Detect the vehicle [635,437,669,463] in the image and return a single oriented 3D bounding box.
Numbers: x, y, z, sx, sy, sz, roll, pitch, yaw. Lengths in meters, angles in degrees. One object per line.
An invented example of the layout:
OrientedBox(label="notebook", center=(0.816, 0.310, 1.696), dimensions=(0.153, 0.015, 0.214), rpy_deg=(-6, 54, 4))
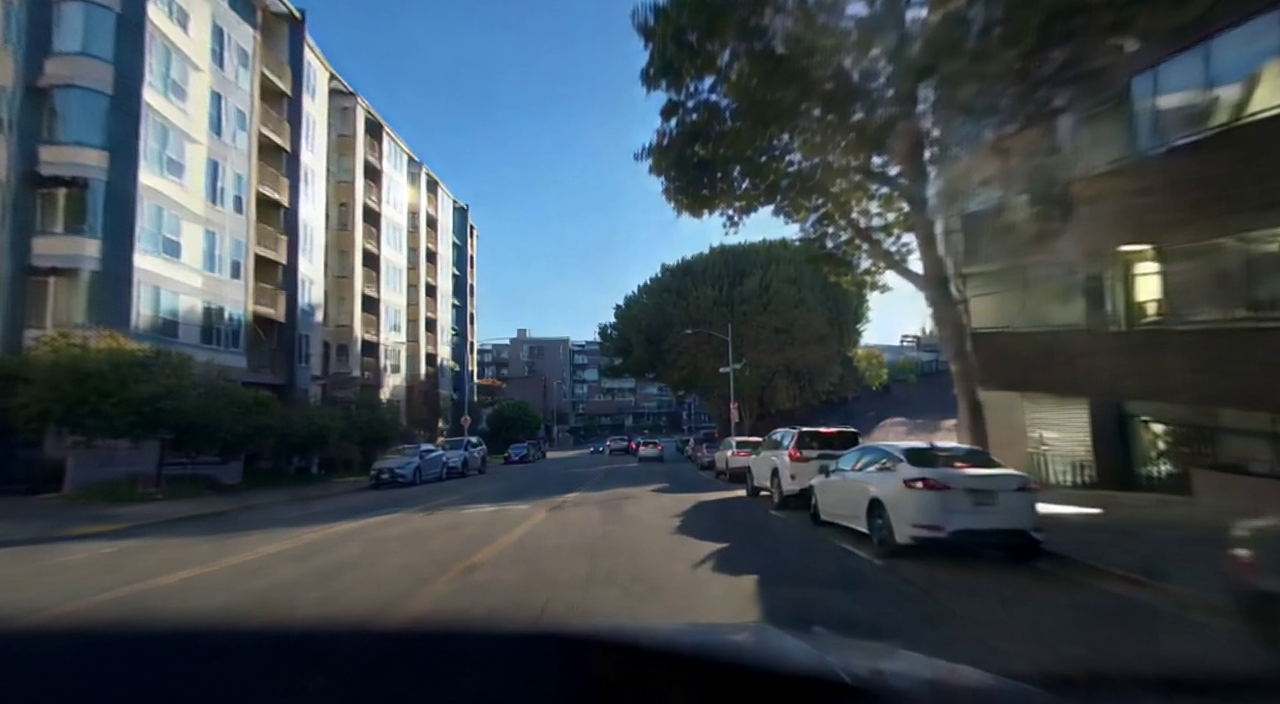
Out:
OrientedBox(label="vehicle", center=(0.815, 6.935, 44.521), dimensions=(2.261, 1.740, 4.065), rpy_deg=(0, -8, 0))

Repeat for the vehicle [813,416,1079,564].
OrientedBox(label="vehicle", center=(3.821, 1.754, 8.570), dimensions=(1.946, 1.607, 3.082), rpy_deg=(0, -8, -2))

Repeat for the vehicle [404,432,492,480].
OrientedBox(label="vehicle", center=(-8.971, 4.918, 30.127), dimensions=(2.457, 2.048, 5.461), rpy_deg=(0, -8, 0))

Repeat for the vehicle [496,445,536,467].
OrientedBox(label="vehicle", center=(-8.856, 7.436, 45.351), dimensions=(2.021, 1.474, 4.337), rpy_deg=(0, -8, -1))

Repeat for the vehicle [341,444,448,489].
OrientedBox(label="vehicle", center=(-9.228, 4.311, 24.187), dimensions=(2.089, 1.549, 4.597), rpy_deg=(-1, -8, 2))
